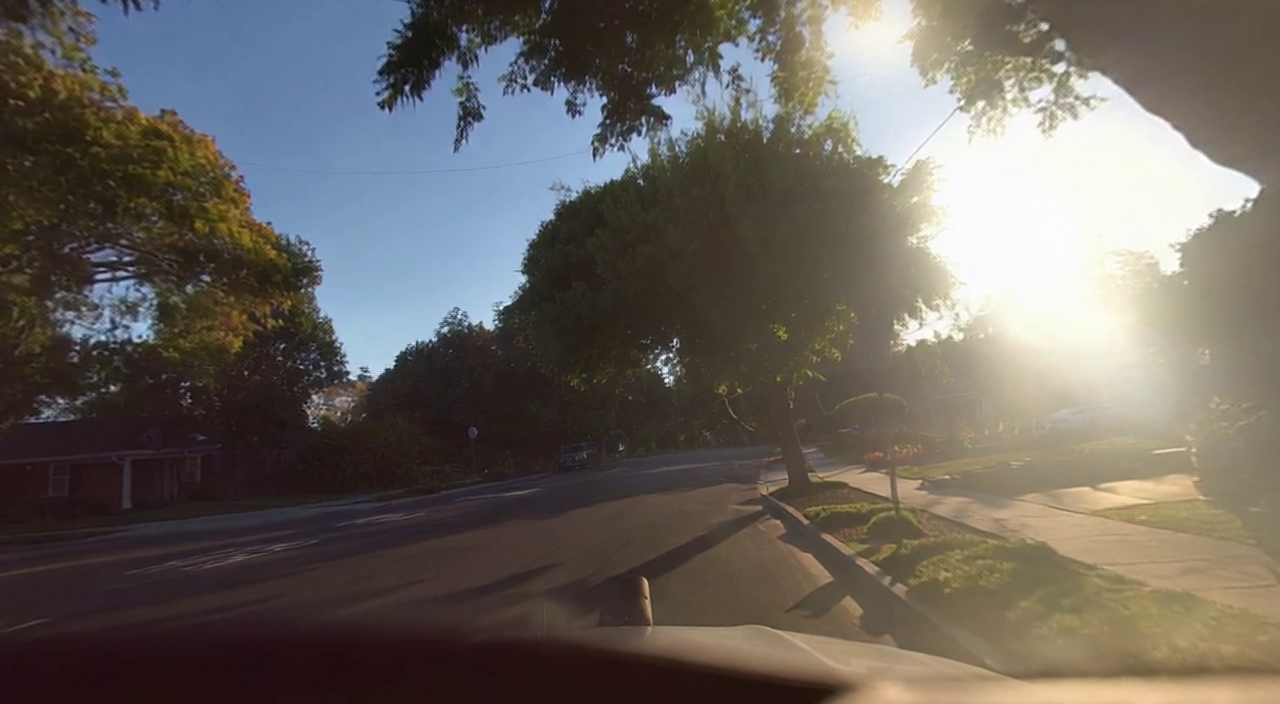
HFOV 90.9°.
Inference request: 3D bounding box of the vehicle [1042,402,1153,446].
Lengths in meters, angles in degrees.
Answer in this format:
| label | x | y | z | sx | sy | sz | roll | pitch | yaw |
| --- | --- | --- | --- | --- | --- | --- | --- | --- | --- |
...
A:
| label | x | y | z | sx | sy | sz | roll | pitch | yaw |
| --- | --- | --- | --- | --- | --- | --- | --- | --- | --- |
| vehicle | 18.501 | 3.009 | 25.762 | 1.806 | 1.481 | 4.671 | -6 | -9 | 12 |
